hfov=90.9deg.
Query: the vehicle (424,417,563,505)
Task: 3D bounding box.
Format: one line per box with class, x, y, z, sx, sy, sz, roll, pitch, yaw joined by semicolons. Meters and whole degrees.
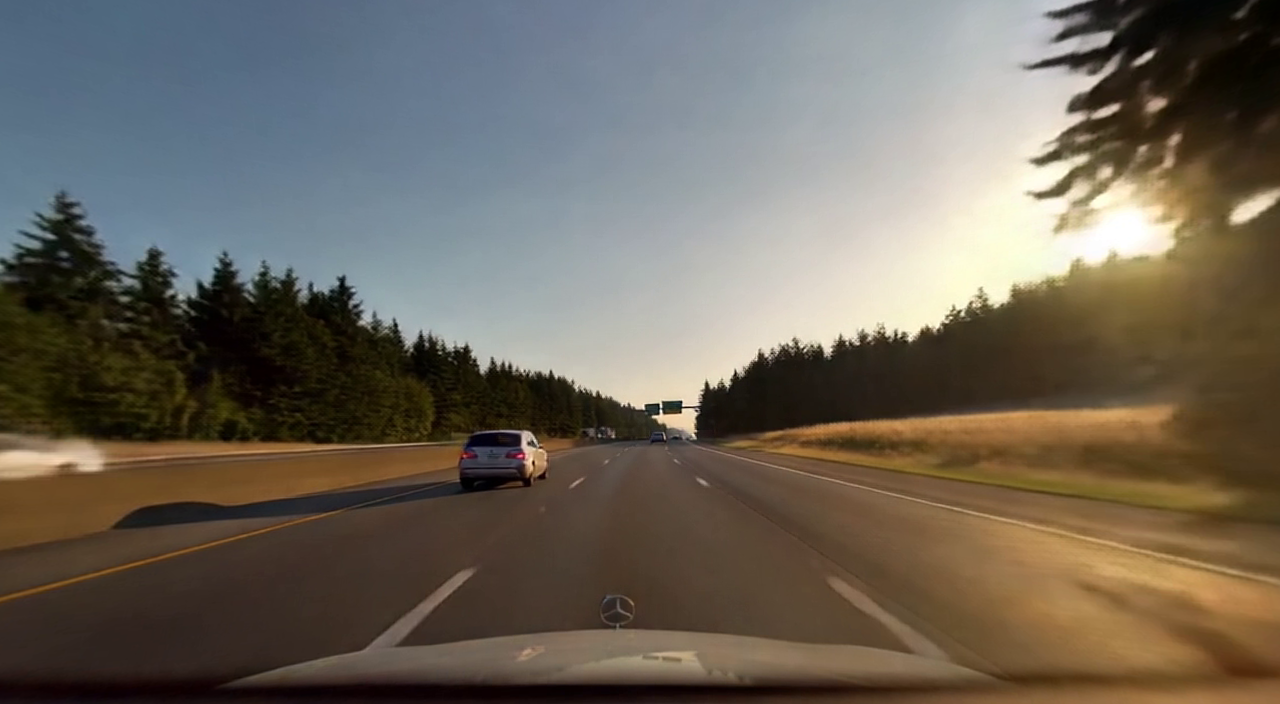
vehicle;-3.046;2.364;14.130;2.084;1.654;4.080;0;-8;1
